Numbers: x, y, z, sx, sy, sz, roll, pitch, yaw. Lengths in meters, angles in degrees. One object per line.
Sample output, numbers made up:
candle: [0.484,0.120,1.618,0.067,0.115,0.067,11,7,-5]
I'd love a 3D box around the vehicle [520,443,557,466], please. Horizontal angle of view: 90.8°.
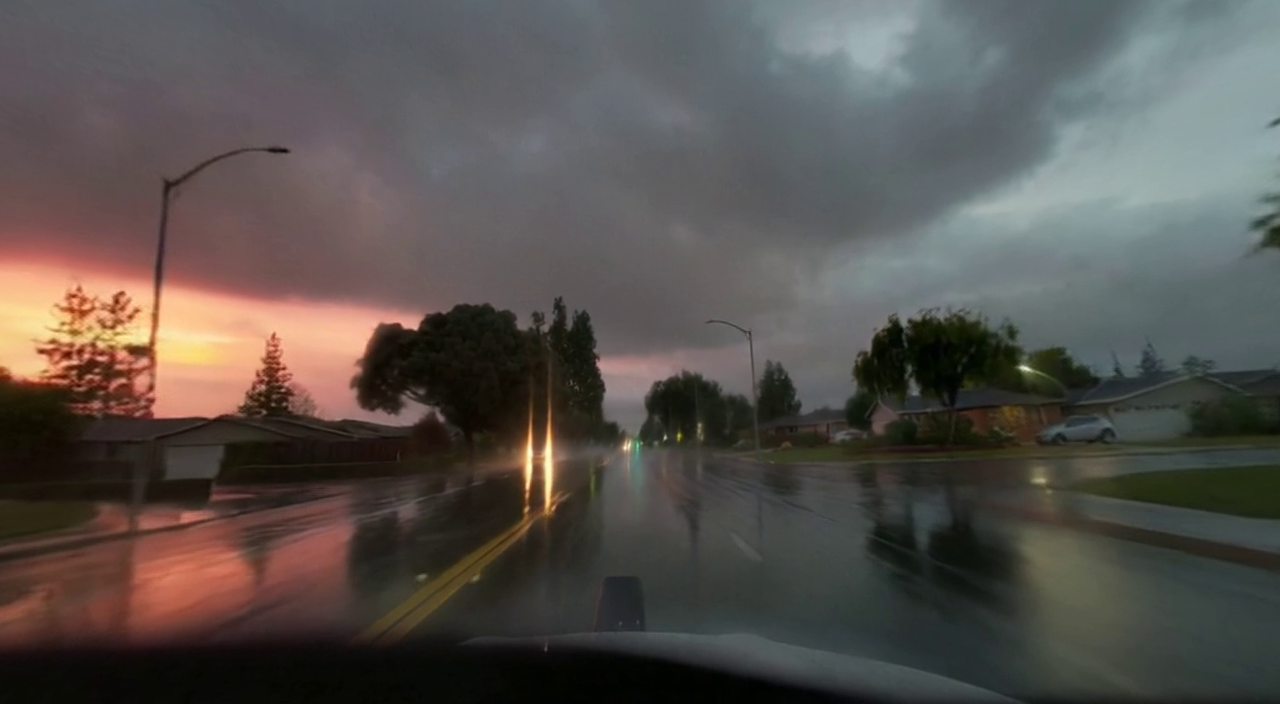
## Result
vehicle: [-7.696,7.800,48.410,2.130,1.635,4.505,0,-9,0]

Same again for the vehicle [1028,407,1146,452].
vehicle: [28.527,4.983,40.490,5.564,2.741,2.347,-1,-9,4]
